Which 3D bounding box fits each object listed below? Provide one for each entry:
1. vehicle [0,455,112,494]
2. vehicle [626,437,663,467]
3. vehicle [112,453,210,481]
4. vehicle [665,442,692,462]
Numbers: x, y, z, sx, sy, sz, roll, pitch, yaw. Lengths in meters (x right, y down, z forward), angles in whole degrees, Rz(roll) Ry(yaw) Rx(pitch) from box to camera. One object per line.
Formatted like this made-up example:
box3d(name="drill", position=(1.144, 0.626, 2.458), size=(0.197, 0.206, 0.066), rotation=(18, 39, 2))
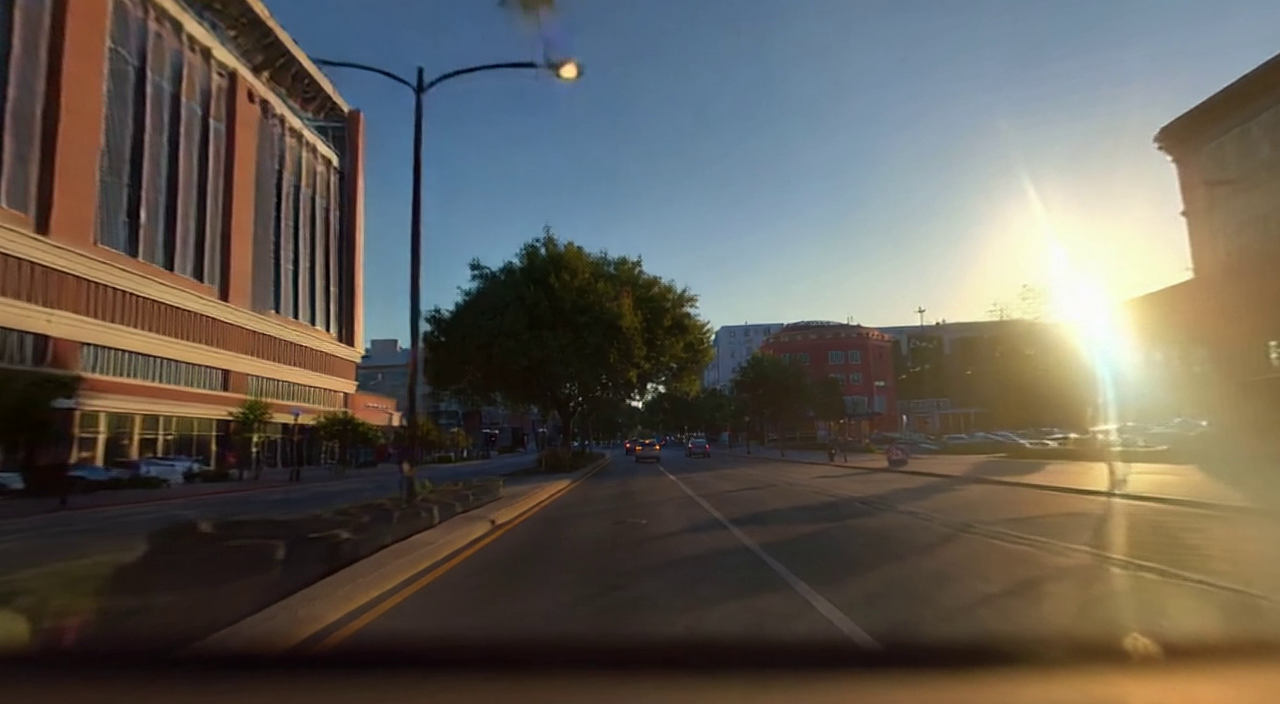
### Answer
box3d(name="vehicle", position=(-28.712, 5.936, 30.931), size=(1.990, 1.662, 4.352), rotation=(0, -8, -2))
box3d(name="vehicle", position=(0.218, 5.953, 37.714), size=(2.100, 1.683, 4.231), rotation=(0, -8, 0))
box3d(name="vehicle", position=(-30.266, 7.262, 39.997), size=(4.621, 1.670, 1.895), rotation=(0, -8, -1))
box3d(name="vehicle", position=(2.894, 7.587, 47.943), size=(1.685, 1.441, 3.795), rotation=(0, -8, -1))
